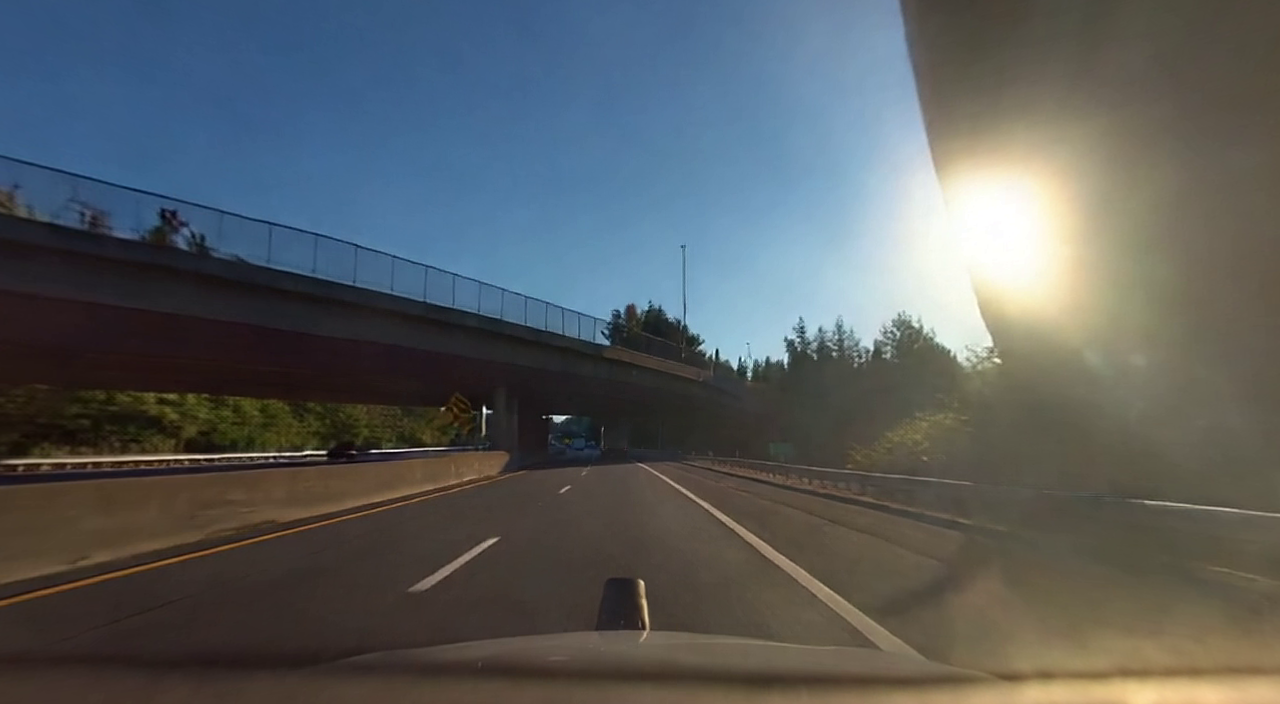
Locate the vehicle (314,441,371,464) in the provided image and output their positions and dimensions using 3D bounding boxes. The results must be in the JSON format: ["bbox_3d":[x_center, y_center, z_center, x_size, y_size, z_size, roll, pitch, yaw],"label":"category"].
[{"bbox_3d":[-20.932,7.132,44.649,1.848,1.540,4.633,0,-9,-1],"label":"vehicle"}]
